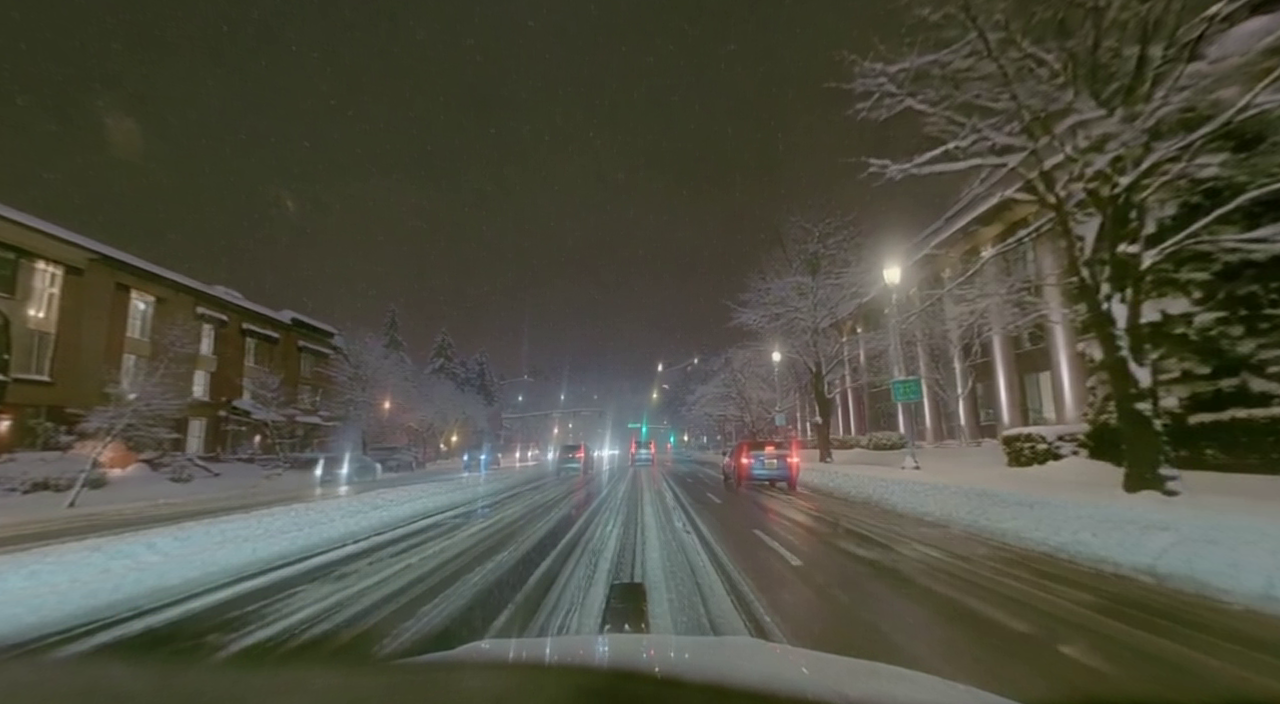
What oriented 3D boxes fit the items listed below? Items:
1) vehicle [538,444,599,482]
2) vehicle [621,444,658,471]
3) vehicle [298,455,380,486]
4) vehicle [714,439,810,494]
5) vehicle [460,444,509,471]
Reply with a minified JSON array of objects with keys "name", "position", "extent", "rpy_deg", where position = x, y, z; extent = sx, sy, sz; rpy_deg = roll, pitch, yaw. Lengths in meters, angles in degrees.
[{"name":"vehicle","position":[-2.982,4.739,27.245],"extent":[2.082,1.467,4.379],"rpy_deg":[0,-8,1]},{"name":"vehicle","position":[-0.028,6.291,37.849],"extent":[2.101,1.480,3.929],"rpy_deg":[0,-8,0]},{"name":"vehicle","position":[-15.888,6.252,33.575],"extent":[2.018,1.465,4.672],"rpy_deg":[0,-8,1]},{"name":"vehicle","position":[3.635,3.493,19.656],"extent":[1.990,1.486,4.431],"rpy_deg":[0,-8,-1]},{"name":"vehicle","position":[-12.106,8.231,49.417],"extent":[2.296,1.941,5.816],"rpy_deg":[0,-8,1]}]
